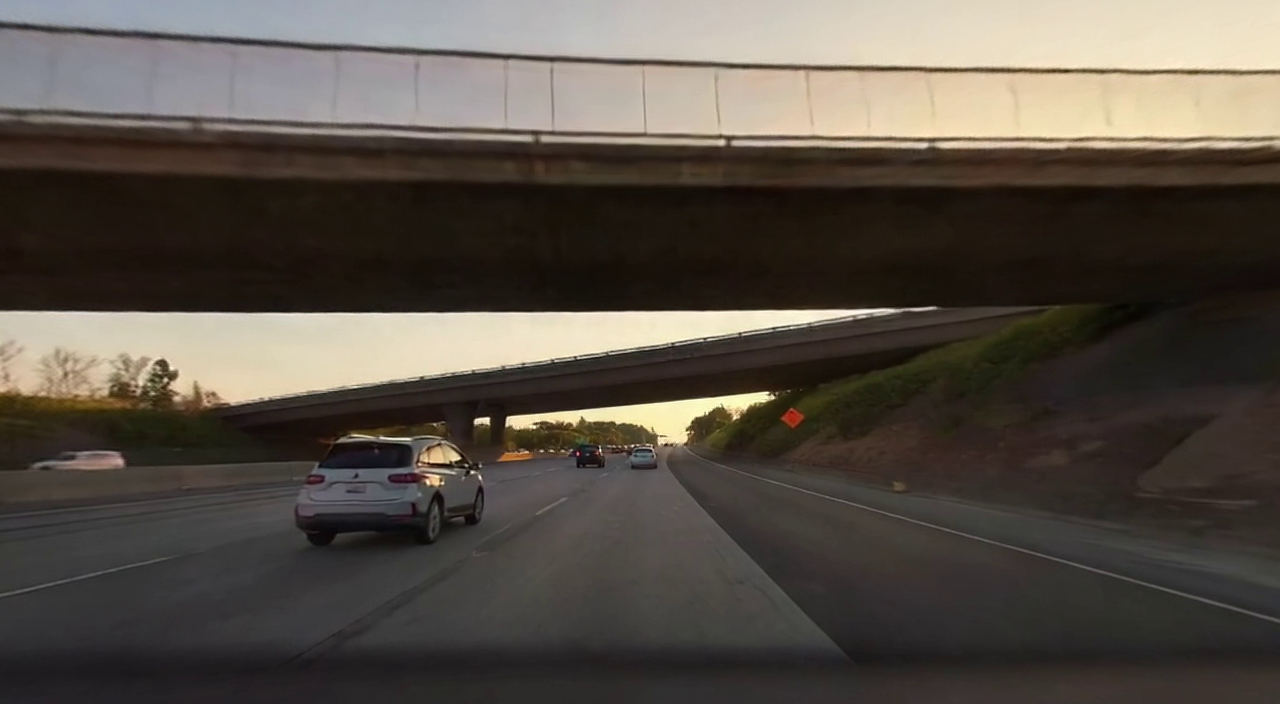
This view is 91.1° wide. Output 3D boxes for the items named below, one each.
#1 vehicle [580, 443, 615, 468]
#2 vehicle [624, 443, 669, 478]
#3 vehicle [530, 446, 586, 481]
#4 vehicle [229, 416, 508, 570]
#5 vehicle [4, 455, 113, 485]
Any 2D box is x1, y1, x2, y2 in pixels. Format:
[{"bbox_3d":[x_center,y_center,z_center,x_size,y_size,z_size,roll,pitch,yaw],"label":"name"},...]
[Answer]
[{"bbox_3d":[-3.186,7.888,48.114,2.237,1.841,4.683,0,-8,1],"label":"vehicle"},{"bbox_3d":[0.295,5.523,32.287,2.160,1.678,4.178,0,-8,0],"label":"vehicle"},{"bbox_3d":[-3.829,5.281,30.027,1.997,1.490,4.471,0,-8,1],"label":"vehicle"},{"bbox_3d":[-3.616,1.956,9.545,2.161,1.759,4.482,0,-8,1],"label":"vehicle"},{"bbox_3d":[-32.282,6.533,35.041,1.859,1.490,4.356,0,-8,1],"label":"vehicle"}]
